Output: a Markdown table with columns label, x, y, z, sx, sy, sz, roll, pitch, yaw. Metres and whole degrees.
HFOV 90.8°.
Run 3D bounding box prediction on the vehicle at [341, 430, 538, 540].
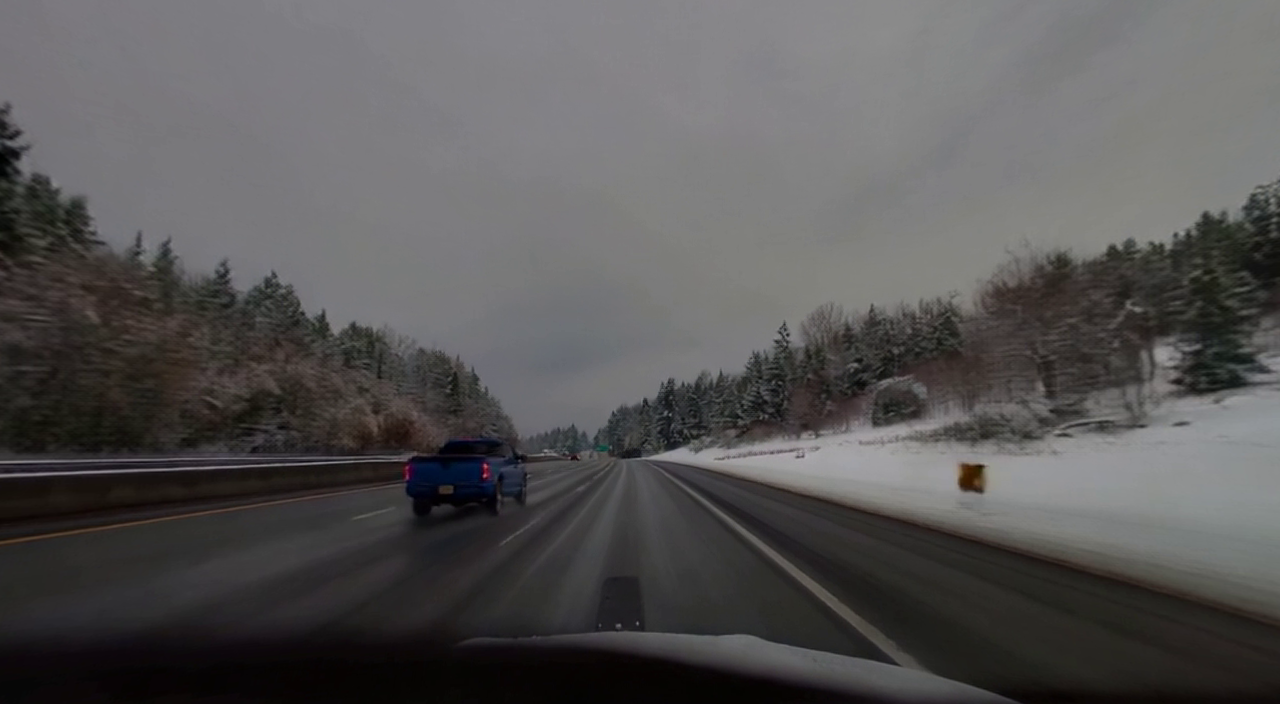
| label | x | y | z | sx | sy | sz | roll | pitch | yaw |
| --- | --- | --- | --- | --- | --- | --- | --- | --- | --- |
| vehicle | -3.493 | 2.436 | 12.190 | 2.279 | 1.683 | 4.726 | 0 | -9 | -1 |
